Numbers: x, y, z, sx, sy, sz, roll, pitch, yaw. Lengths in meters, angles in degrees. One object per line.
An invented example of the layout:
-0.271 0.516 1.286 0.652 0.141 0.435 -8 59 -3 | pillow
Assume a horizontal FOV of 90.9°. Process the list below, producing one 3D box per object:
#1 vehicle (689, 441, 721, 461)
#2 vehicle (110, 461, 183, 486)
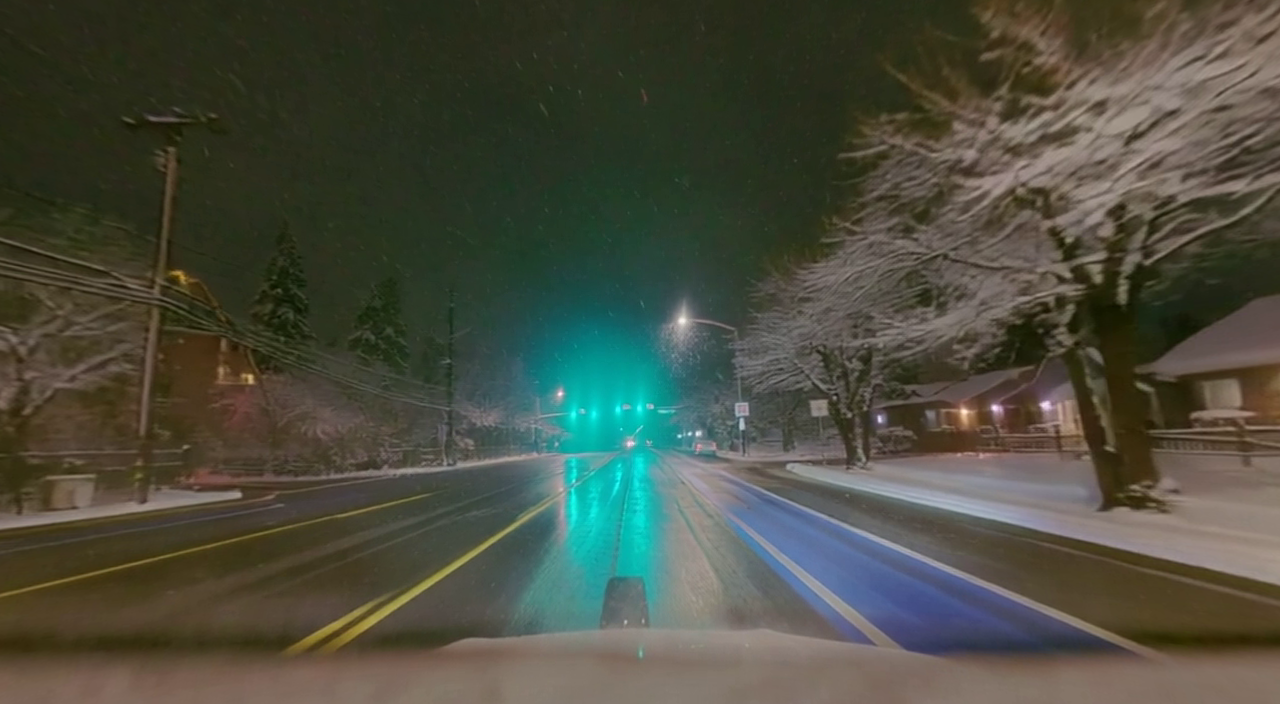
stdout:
4.963 7.641 48.734 1.987 1.448 4.193 0 -8 0 | vehicle
-33.173 8.168 42.503 1.713 1.527 3.708 0 -8 4 | vehicle
